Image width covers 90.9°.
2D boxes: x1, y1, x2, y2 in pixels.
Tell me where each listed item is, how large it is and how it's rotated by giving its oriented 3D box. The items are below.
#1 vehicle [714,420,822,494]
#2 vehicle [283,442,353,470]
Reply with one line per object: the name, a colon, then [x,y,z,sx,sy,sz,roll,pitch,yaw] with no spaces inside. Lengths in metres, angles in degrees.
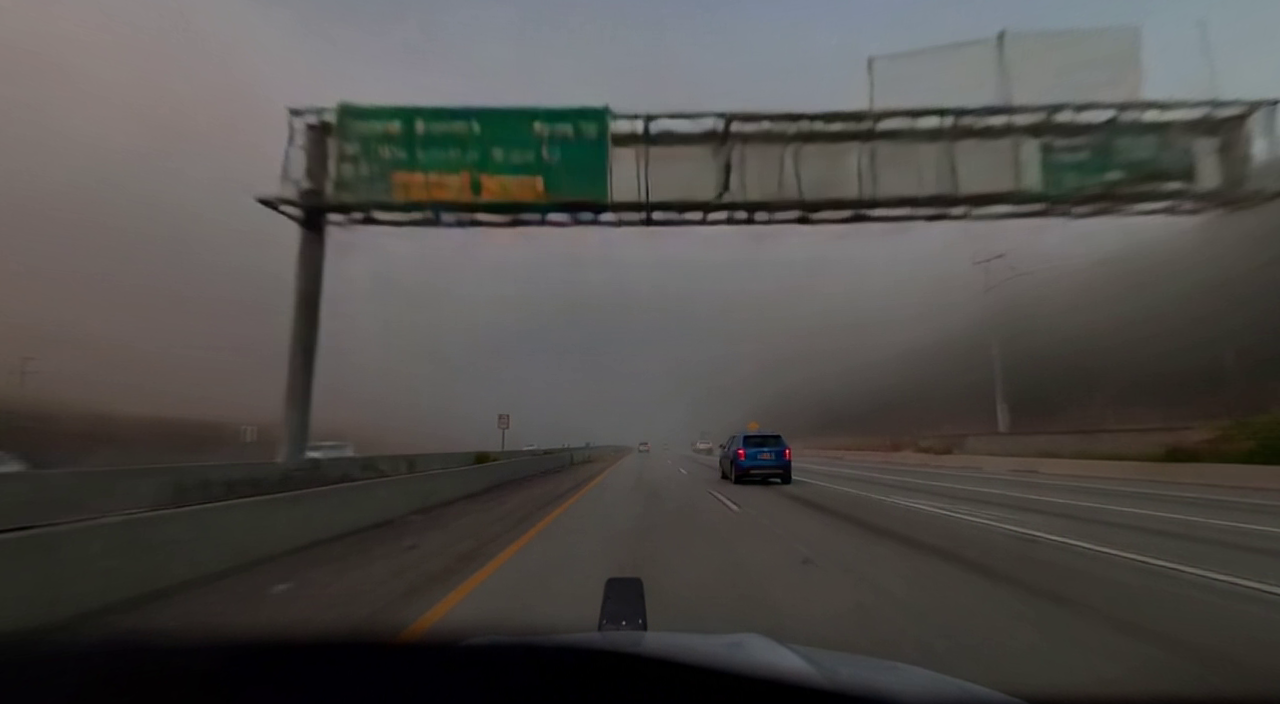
vehicle: [3.457,2.934,17.982,2.120,1.832,4.287,0,-8,0]
vehicle: [-19.657,6.345,38.769,2.037,1.612,4.332,0,-8,0]
